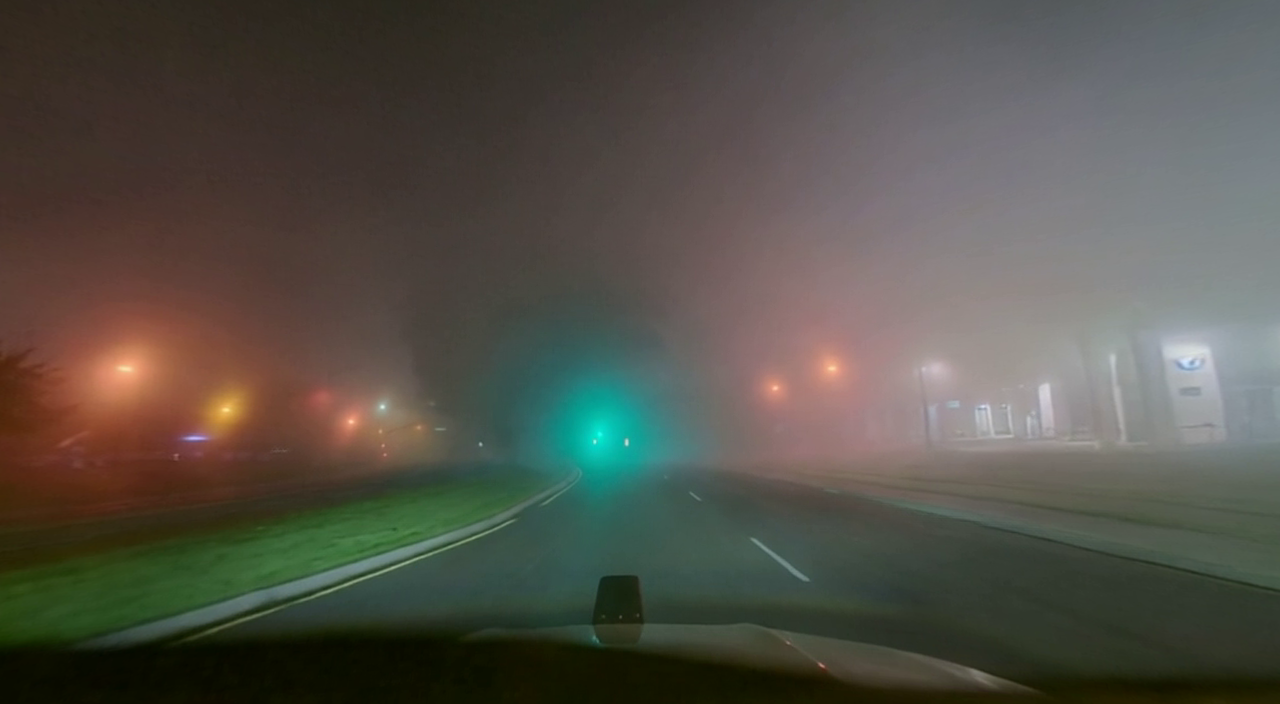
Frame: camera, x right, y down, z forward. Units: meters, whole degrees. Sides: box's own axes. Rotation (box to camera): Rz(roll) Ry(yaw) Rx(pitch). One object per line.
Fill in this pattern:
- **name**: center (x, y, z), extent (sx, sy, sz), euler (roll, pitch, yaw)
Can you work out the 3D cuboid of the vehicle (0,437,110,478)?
- **vehicle**: center (-29.445, 5.165, 30.867), extent (4.812, 1.932, 2.147), euler (0, -9, -2)
